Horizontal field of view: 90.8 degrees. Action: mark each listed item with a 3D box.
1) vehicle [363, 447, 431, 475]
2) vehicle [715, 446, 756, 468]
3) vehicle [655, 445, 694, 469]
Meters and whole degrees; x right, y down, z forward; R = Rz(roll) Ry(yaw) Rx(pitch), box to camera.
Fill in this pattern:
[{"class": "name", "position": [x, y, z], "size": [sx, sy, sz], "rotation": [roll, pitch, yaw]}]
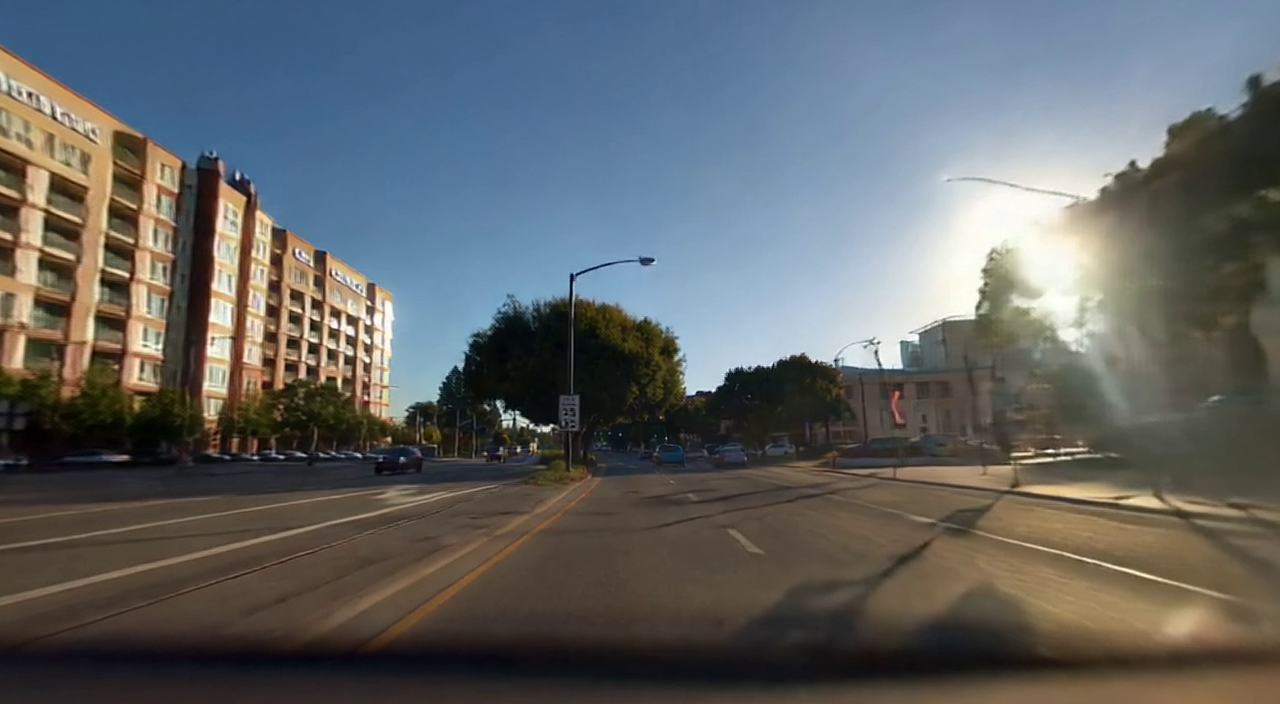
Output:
[{"class": "vehicle", "position": [-13.449, 6.041, 35.267], "size": [1.946, 1.441, 4.661], "rotation": [0, -9, 0]}, {"class": "vehicle", "position": [6.432, 7.115, 43.085], "size": [1.932, 1.439, 4.159], "rotation": [0, -9, -3]}, {"class": "vehicle", "position": [2.193, 6.879, 41.603], "size": [2.020, 1.479, 4.650], "rotation": [1, -9, -4]}]
